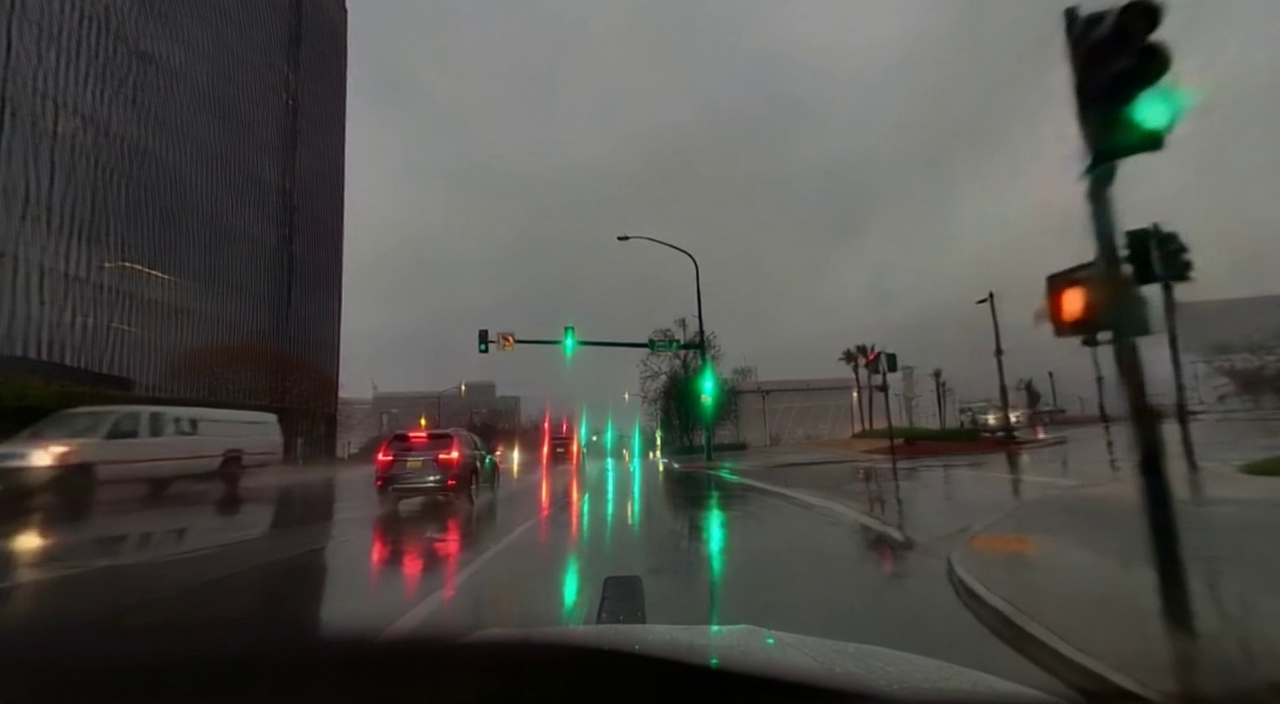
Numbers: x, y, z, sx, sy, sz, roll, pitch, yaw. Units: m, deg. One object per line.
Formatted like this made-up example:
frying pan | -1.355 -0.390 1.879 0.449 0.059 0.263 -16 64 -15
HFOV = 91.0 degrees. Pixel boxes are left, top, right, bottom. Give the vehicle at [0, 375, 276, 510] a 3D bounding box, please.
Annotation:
vehicle | -16.375 3.014 21.007 3.394 3.584 8.313 0 -9 0

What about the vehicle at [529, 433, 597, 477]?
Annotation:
vehicle | -3.526 4.866 29.957 2.384 1.849 5.009 0 -9 3

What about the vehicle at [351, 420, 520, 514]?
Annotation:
vehicle | -4.289 2.503 14.174 2.169 1.741 4.588 0 -9 1

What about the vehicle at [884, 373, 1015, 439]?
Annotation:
vehicle | 15.700 2.887 32.340 4.005 2.827 4.538 4 -10 -10
